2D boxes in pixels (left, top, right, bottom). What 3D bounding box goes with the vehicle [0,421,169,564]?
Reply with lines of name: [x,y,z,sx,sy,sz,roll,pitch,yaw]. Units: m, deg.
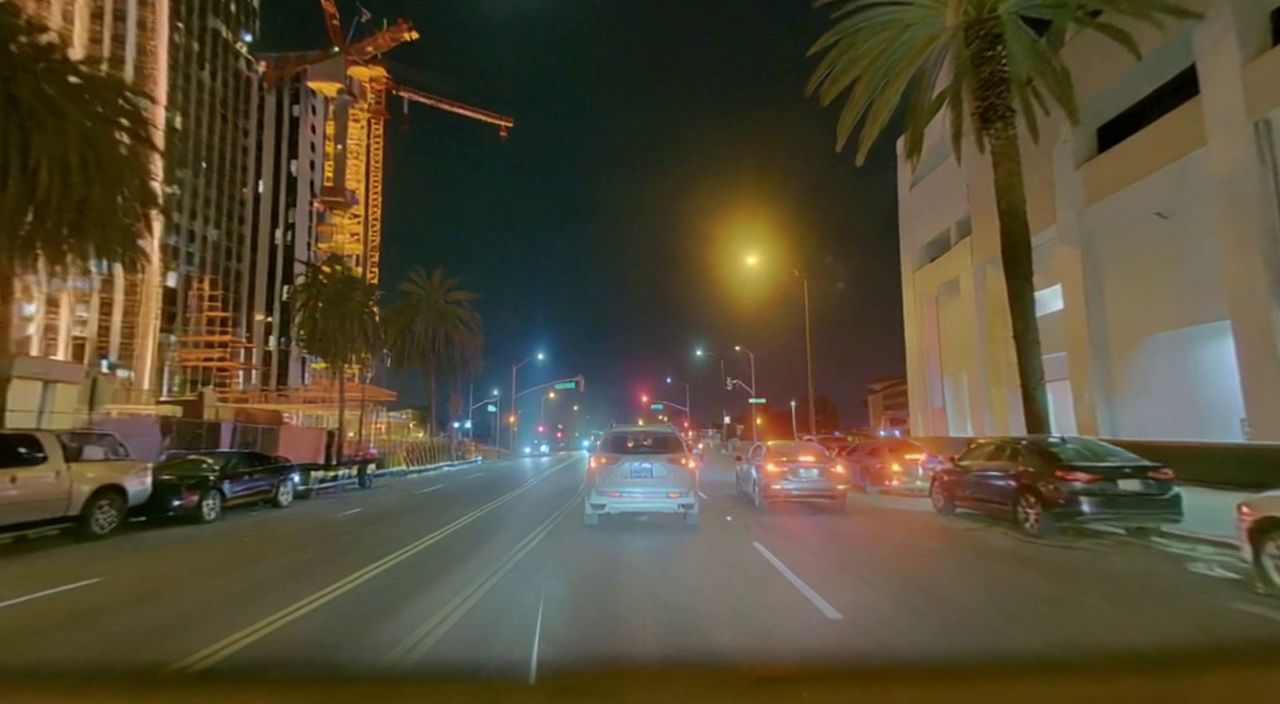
vehicle: [-9.991,2.063,8.784,2.294,1.948,6.025,-6,-10,0]

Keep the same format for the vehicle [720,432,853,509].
vehicle: [3.140,2.631,14.487,1.999,1.487,3.939,0,-8,-2]

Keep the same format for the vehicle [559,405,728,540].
vehicle: [0.026,1.930,10.671,2.264,1.798,4.258,0,-8,0]

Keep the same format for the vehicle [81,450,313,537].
vehicle: [-9.827,3.113,14.619,2.054,1.467,4.595,-3,-7,1]

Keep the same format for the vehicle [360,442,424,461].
vehicle: [-19.402,7.781,49.590,1.759,1.457,4.297,-7,-11,38]

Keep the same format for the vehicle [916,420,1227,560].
vehicle: [6.187,1.952,9.819,1.819,1.672,4.139,0,-7,-1]
